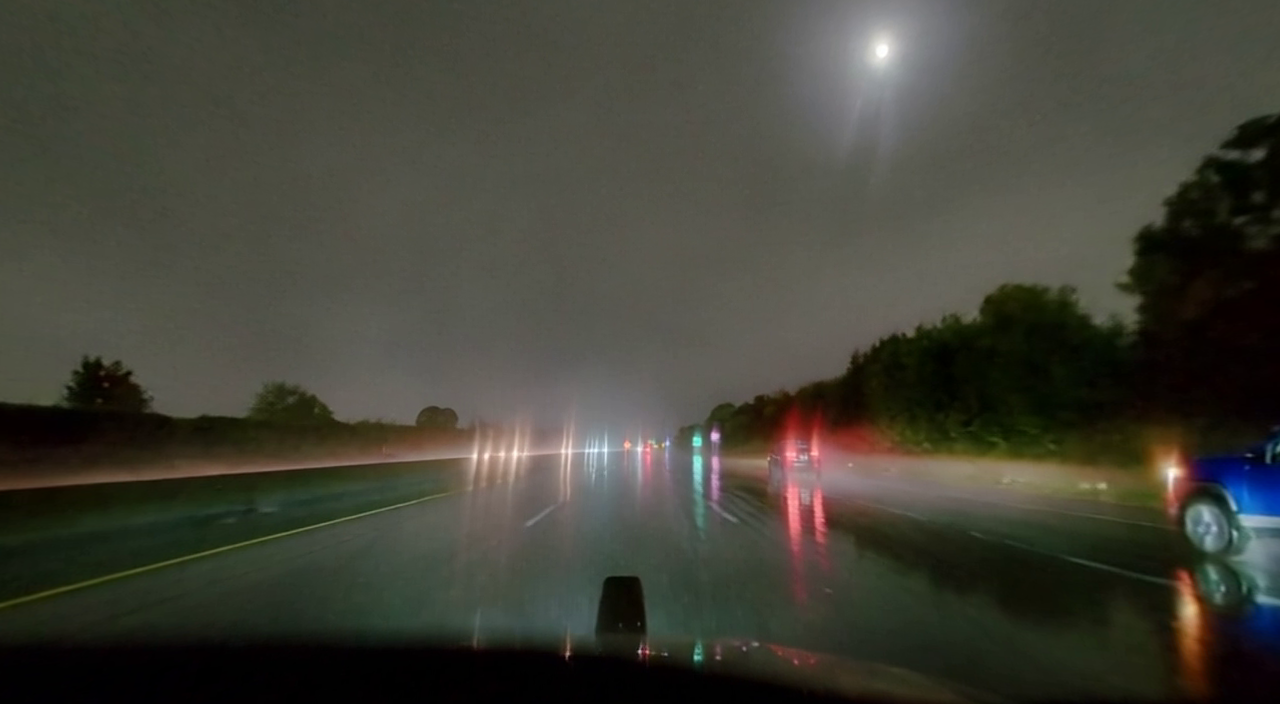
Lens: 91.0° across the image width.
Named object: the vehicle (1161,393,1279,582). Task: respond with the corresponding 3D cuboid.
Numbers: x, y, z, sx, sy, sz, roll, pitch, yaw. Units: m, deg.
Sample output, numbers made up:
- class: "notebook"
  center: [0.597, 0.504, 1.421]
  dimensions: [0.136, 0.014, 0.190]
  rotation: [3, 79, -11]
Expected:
- class: "vehicle"
  center: [7.404, 1.153, 4.969]
  dimensions: [2.186, 1.848, 5.136]
  rotation: [0, -9, 1]
